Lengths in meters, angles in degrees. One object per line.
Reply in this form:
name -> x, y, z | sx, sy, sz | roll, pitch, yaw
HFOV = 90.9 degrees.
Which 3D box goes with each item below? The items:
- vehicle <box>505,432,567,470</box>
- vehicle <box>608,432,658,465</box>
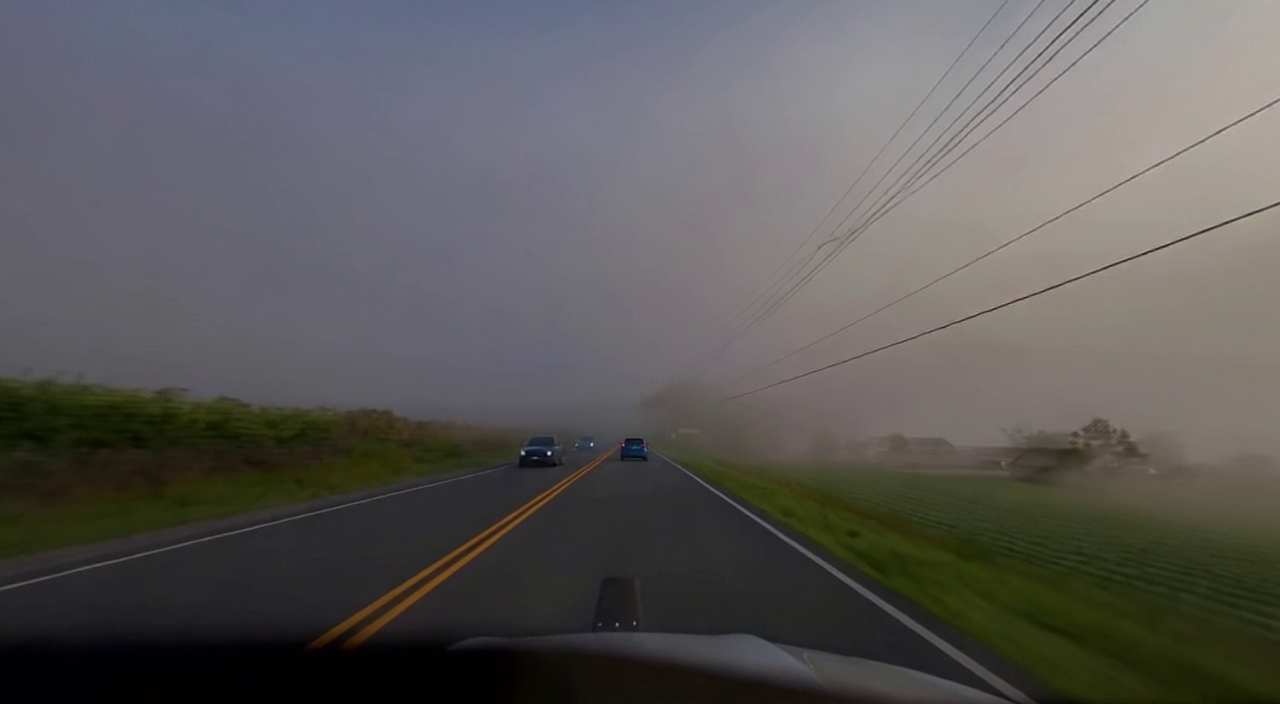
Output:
vehicle -> -4.346, 4.197, 26.997 | 2.034, 1.484, 4.183 | 0, -8, -1
vehicle -> -0.359, 4.603, 30.230 | 2.241, 1.471, 3.829 | 1, -8, -1
